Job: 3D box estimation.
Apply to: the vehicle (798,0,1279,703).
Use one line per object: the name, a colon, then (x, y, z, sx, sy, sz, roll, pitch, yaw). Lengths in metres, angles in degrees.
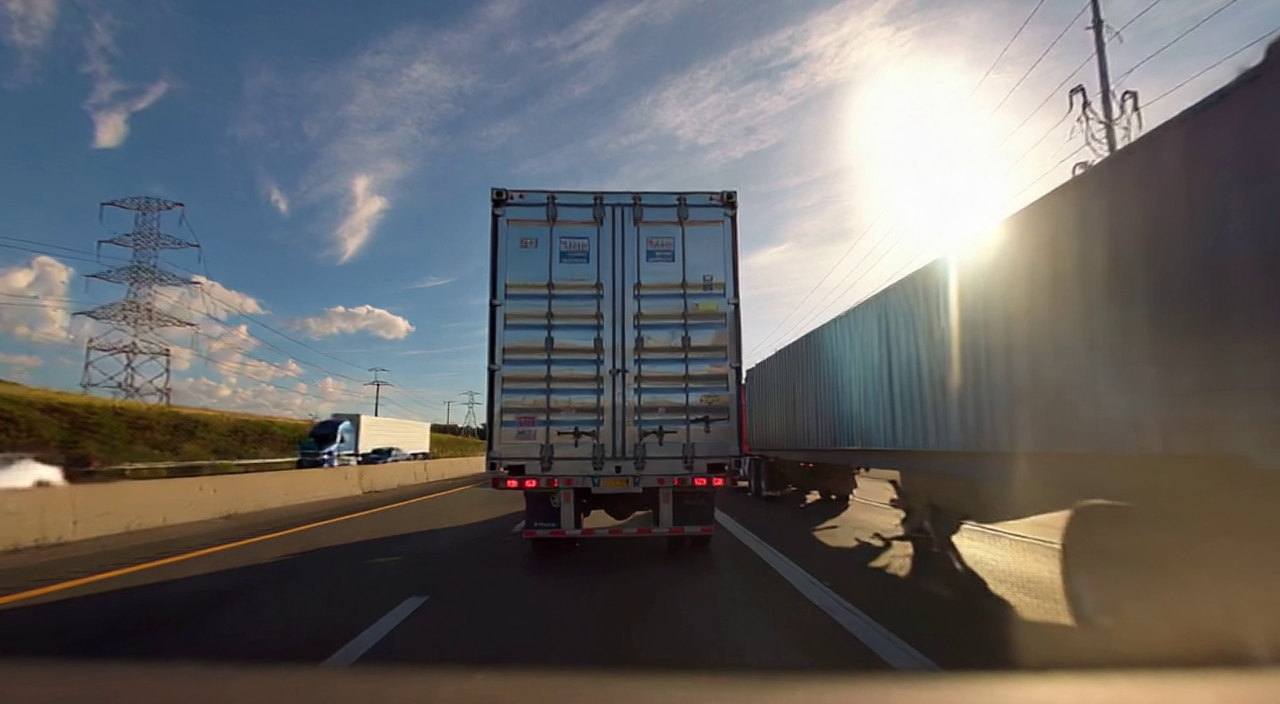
vehicle: (3.667, -0.343, 2.058, 2.797, 4.023, 13.066, 0, -8, -1)

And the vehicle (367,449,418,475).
vehicle: (-14.102, 6.264, 36.260, 1.543, 1.373, 3.317, -1, -8, 1)

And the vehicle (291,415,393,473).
vehicle: (-20.441, 6.425, 44.155, 3.024, 3.645, 8.371, 0, -8, -1)

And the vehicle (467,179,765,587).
vehicle: (-0.199, 1.101, 12.291, 2.841, 4.071, 12.046, -1, -8, 0)
